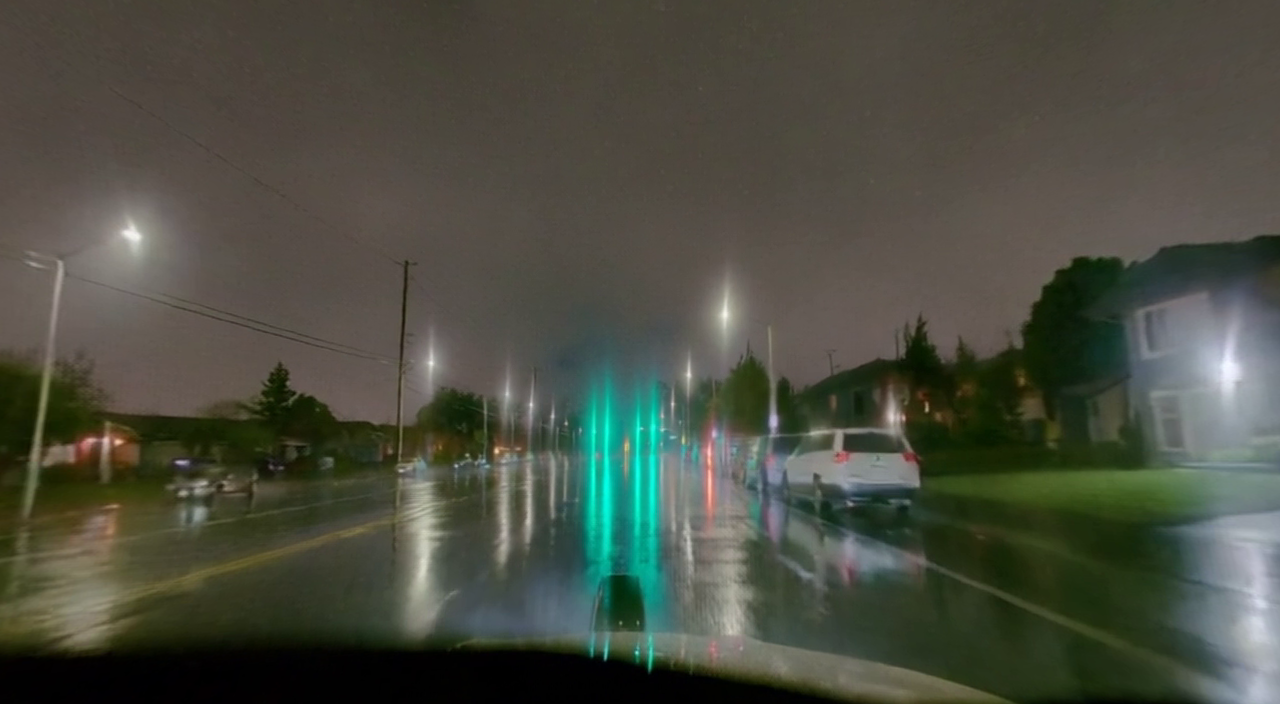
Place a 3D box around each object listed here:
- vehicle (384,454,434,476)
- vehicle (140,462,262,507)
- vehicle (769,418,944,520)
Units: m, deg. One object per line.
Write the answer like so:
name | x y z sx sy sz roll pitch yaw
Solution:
vehicle | -17.537 8.610 48.203 2.039 1.508 4.613 -1 -9 2
vehicle | -17.645 5.303 25.681 1.831 1.428 4.456 -3 -9 -1
vehicle | 4.495 2.530 14.182 2.078 1.837 5.088 0 -9 0
